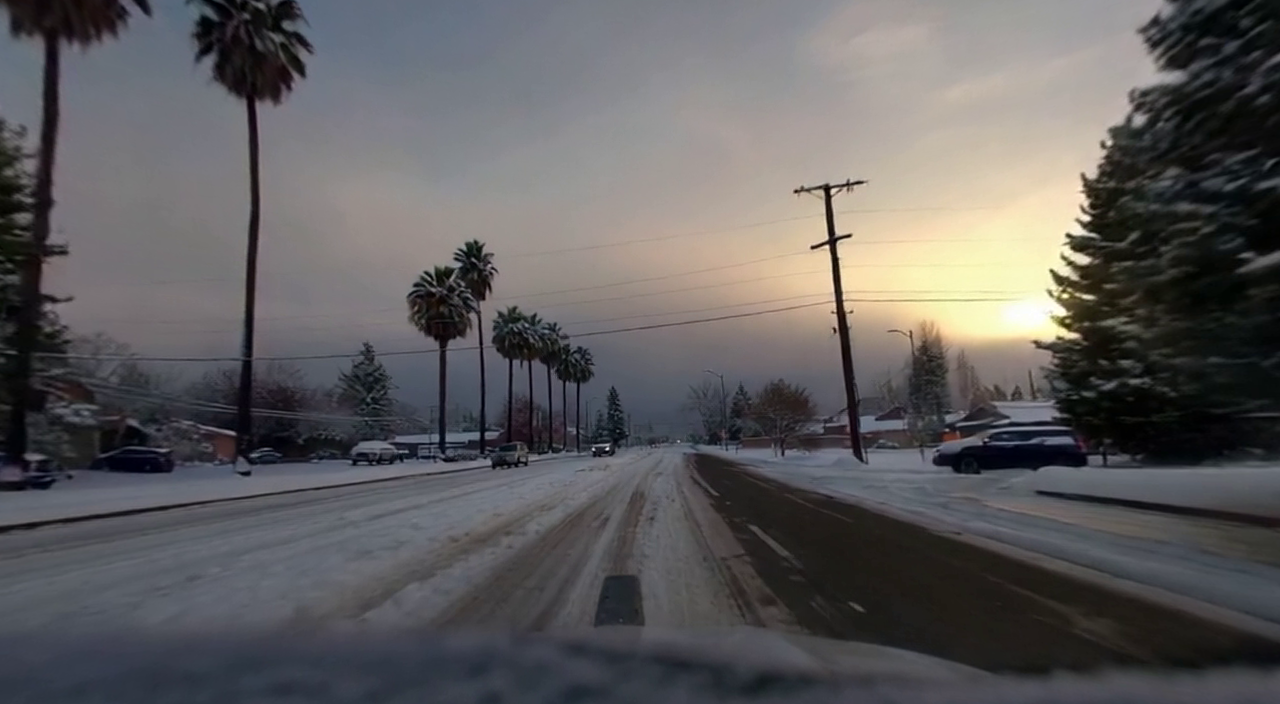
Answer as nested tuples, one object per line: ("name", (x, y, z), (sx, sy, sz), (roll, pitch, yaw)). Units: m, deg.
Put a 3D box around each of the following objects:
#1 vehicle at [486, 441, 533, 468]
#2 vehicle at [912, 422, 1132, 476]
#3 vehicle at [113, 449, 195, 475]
("vehicle", (-8.743, 6.884, 42.689), (1.976, 1.706, 4.409), (-1, -8, 4))
("vehicle", (12.992, 3.375, 21.903), (5.981, 1.680, 2.327), (-1, -9, 4))
("vehicle", (-37.797, 8.516, 49.259), (4.646, 1.880, 1.886), (3, -8, -22))
